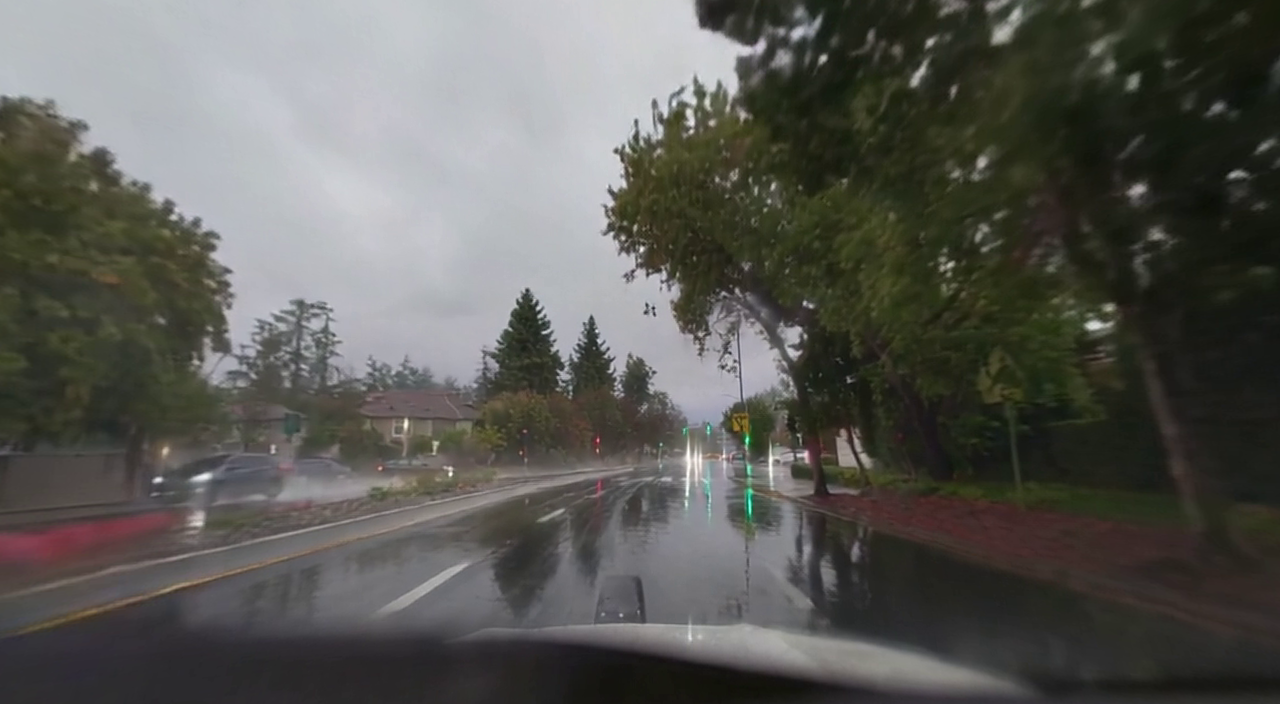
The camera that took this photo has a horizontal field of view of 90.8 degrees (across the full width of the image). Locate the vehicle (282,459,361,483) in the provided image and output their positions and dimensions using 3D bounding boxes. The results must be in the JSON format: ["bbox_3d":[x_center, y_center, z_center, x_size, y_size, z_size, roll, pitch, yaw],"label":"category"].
[{"bbox_3d":[-24.162,9.027,48.050,4.861,1.784,1.947,1,-9,-7],"label":"vehicle"}]

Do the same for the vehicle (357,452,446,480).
[{"bbox_3d":[-18.322,8.770,48.799,5.938,2.098,2.333,1,-9,-7],"label":"vehicle"}]

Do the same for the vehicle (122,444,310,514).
[{"bbox_3d":[-12.589,3.777,19.268,2.113,1.788,4.701,-3,-9,7],"label":"vehicle"}]
